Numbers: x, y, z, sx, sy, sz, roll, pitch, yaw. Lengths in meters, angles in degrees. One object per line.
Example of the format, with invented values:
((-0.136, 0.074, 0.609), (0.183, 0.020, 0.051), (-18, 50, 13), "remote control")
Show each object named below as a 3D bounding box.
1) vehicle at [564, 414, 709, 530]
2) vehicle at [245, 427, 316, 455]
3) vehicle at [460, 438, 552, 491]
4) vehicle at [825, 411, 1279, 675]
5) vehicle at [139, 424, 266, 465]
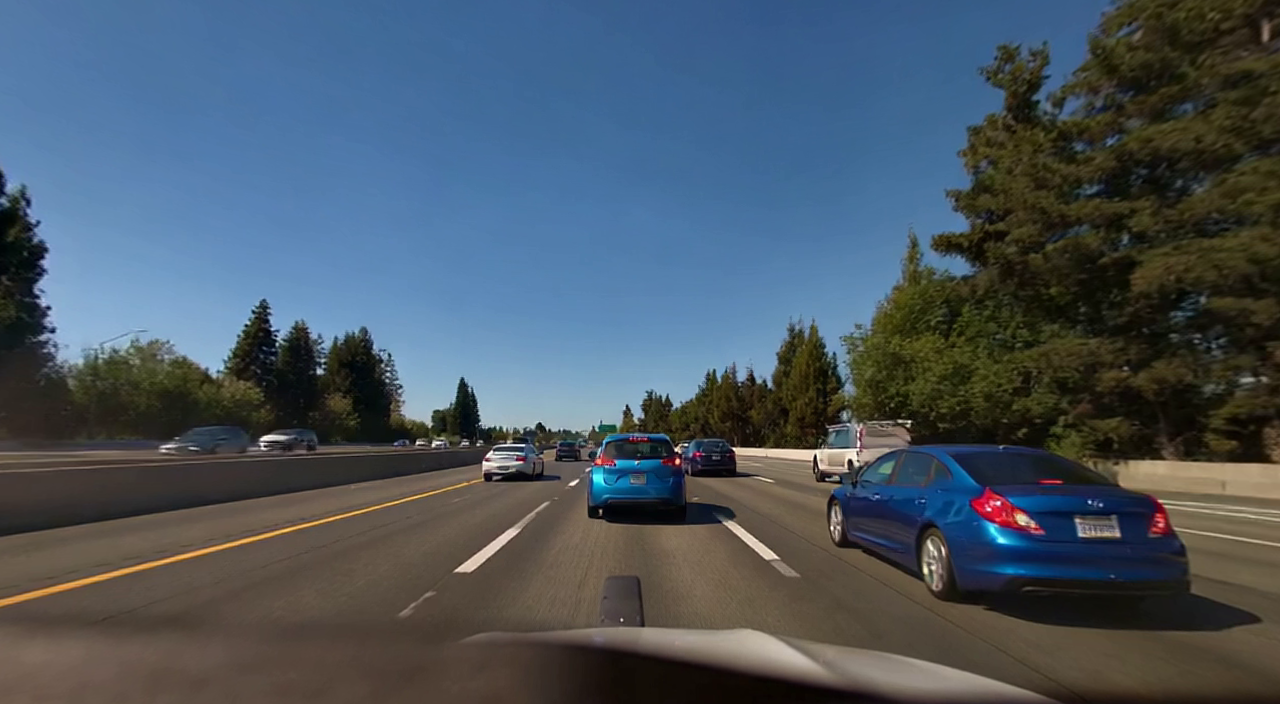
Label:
((-0.062, 2.125, 11.595), (2.181, 1.728, 3.970), (0, -9, 0), "vehicle")
((-22.736, 5.699, 40.022), (1.981, 1.633, 4.445), (1, -9, -1), "vehicle")
((-4.231, 3.616, 20.627), (2.023, 1.497, 4.526), (0, -9, 0), "vehicle")
((3.378, 1.449, 5.890), (1.975, 1.532, 4.227), (0, -9, 0), "vehicle")
((-18.154, 3.887, 26.460), (2.022, 1.534, 4.699), (1, -9, -1), "vehicle")
